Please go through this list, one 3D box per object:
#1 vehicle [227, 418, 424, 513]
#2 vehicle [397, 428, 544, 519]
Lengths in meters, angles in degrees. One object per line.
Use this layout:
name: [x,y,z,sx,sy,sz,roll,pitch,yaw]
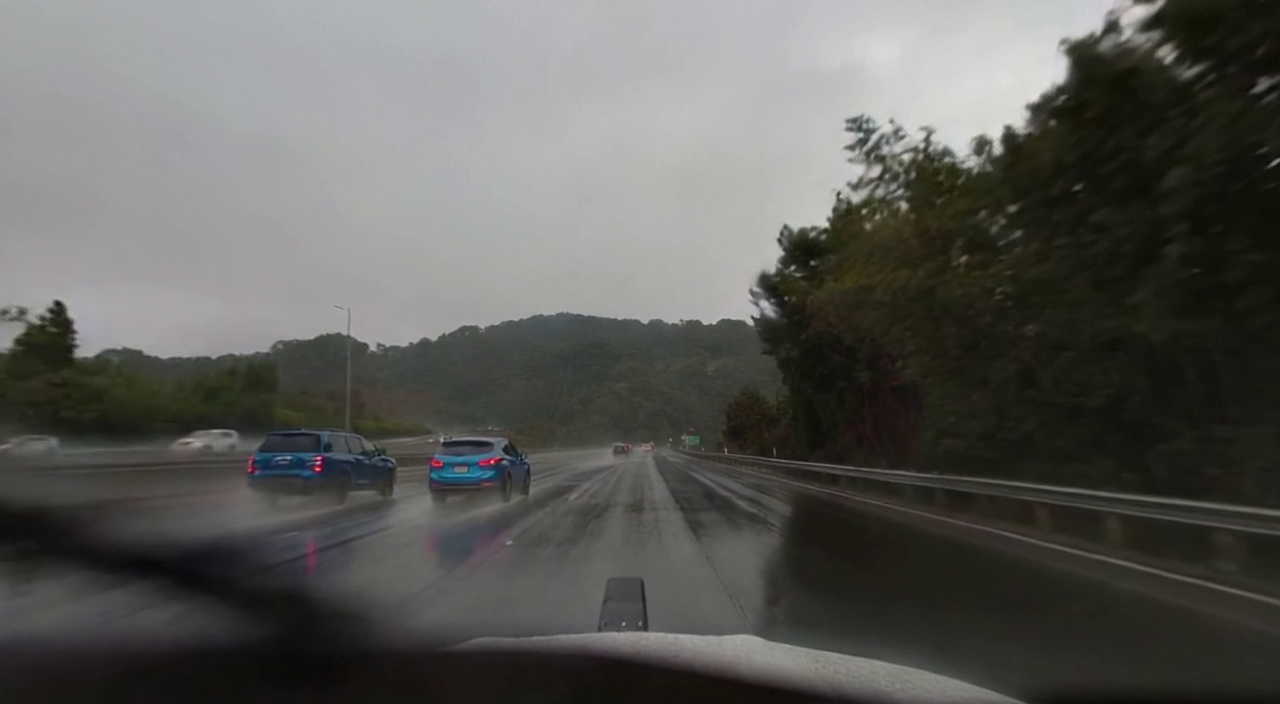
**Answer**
vehicle: [-7.283,2.697,15.421,2.151,1.925,4.945,0,-9,1]
vehicle: [-3.499,2.592,13.954,1.983,1.663,4.290,0,-9,1]
